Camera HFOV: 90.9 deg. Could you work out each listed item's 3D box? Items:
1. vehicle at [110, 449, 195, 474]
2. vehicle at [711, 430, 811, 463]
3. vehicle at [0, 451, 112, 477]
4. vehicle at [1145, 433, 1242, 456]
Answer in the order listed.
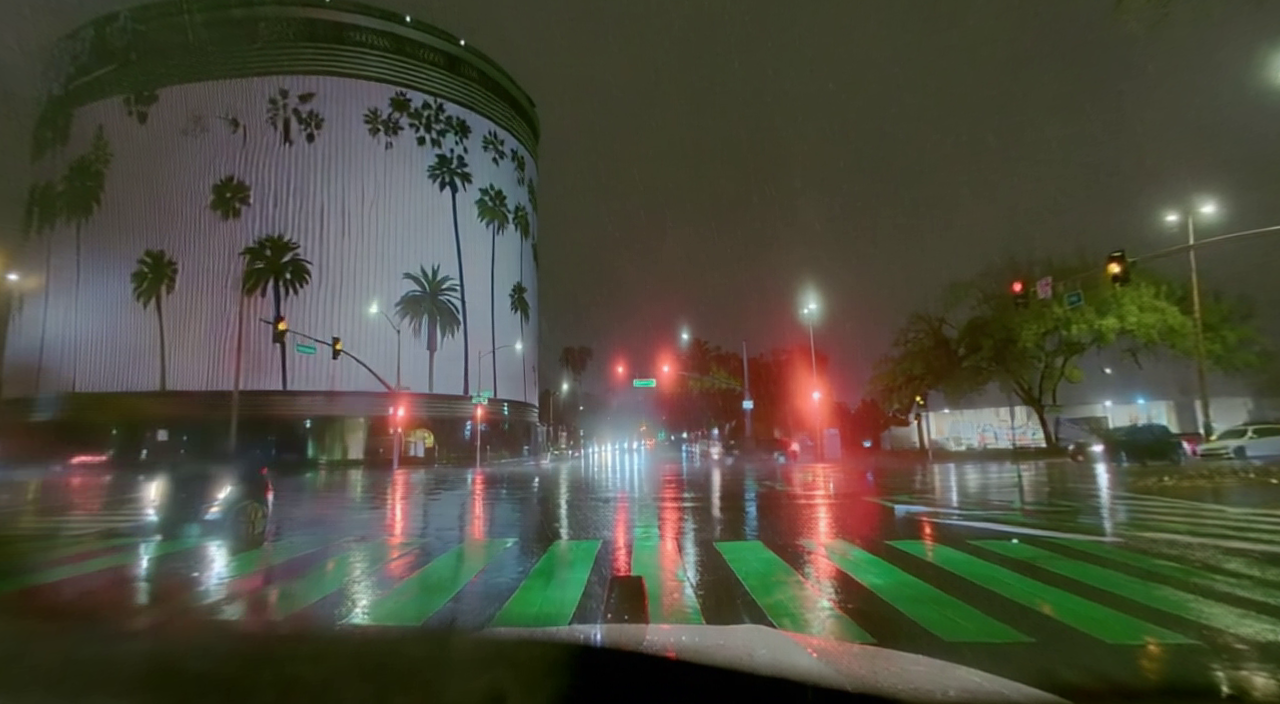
[{"bbox_3d":[-33.037,7.412,42.780,4.136,1.661,1.857,0,-8,1],"label":"vehicle"},{"bbox_3d":[7.051,5.567,37.227,5.477,1.880,2.125,0,-8,1],"label":"vehicle"},{"bbox_3d":[-33.956,6.470,36.564,4.893,1.458,1.791,0,-8,-3],"label":"vehicle"},{"bbox_3d":[36.132,6.028,41.212,4.606,1.449,1.687,0,-8,2],"label":"vehicle"}]
